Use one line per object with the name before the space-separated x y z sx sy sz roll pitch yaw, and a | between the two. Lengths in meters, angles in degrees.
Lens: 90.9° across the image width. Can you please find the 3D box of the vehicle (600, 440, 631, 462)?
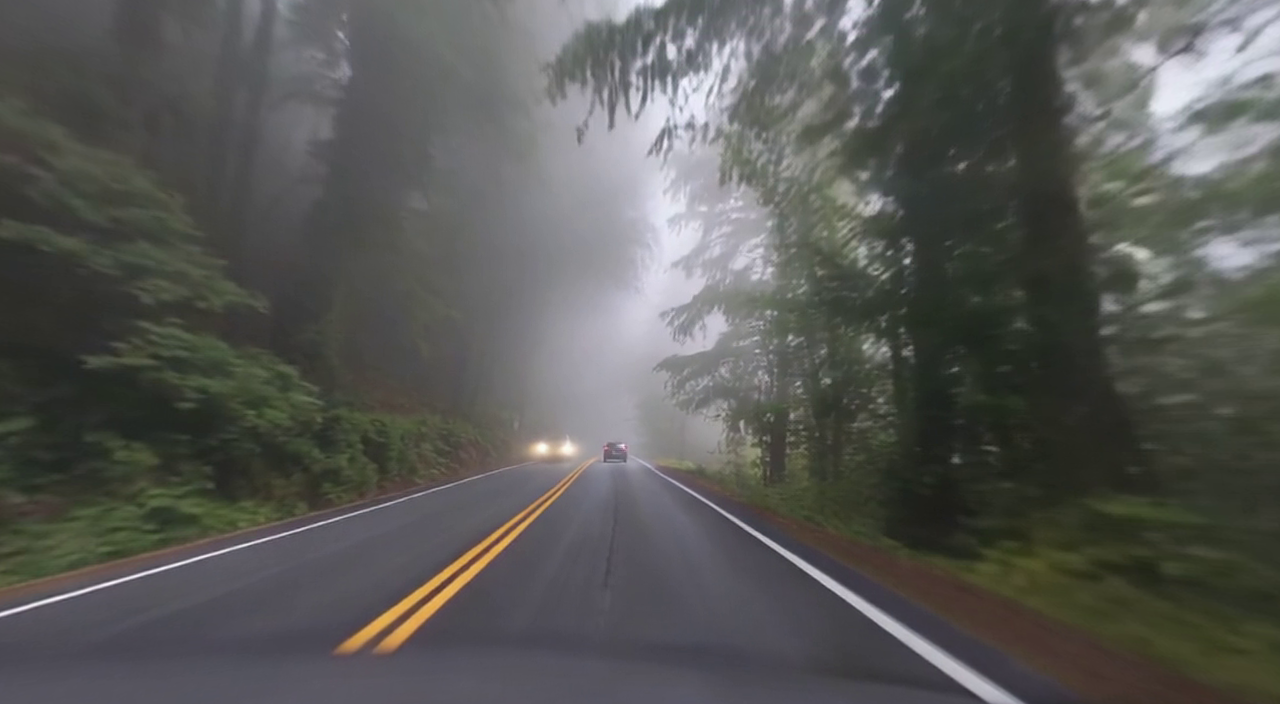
vehicle | -1.773 7.105 45.534 2.120 1.491 4.349 0 -8 -3

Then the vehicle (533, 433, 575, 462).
vehicle | -5.676 6.419 42.495 2.223 1.836 5.392 0 -8 -2
